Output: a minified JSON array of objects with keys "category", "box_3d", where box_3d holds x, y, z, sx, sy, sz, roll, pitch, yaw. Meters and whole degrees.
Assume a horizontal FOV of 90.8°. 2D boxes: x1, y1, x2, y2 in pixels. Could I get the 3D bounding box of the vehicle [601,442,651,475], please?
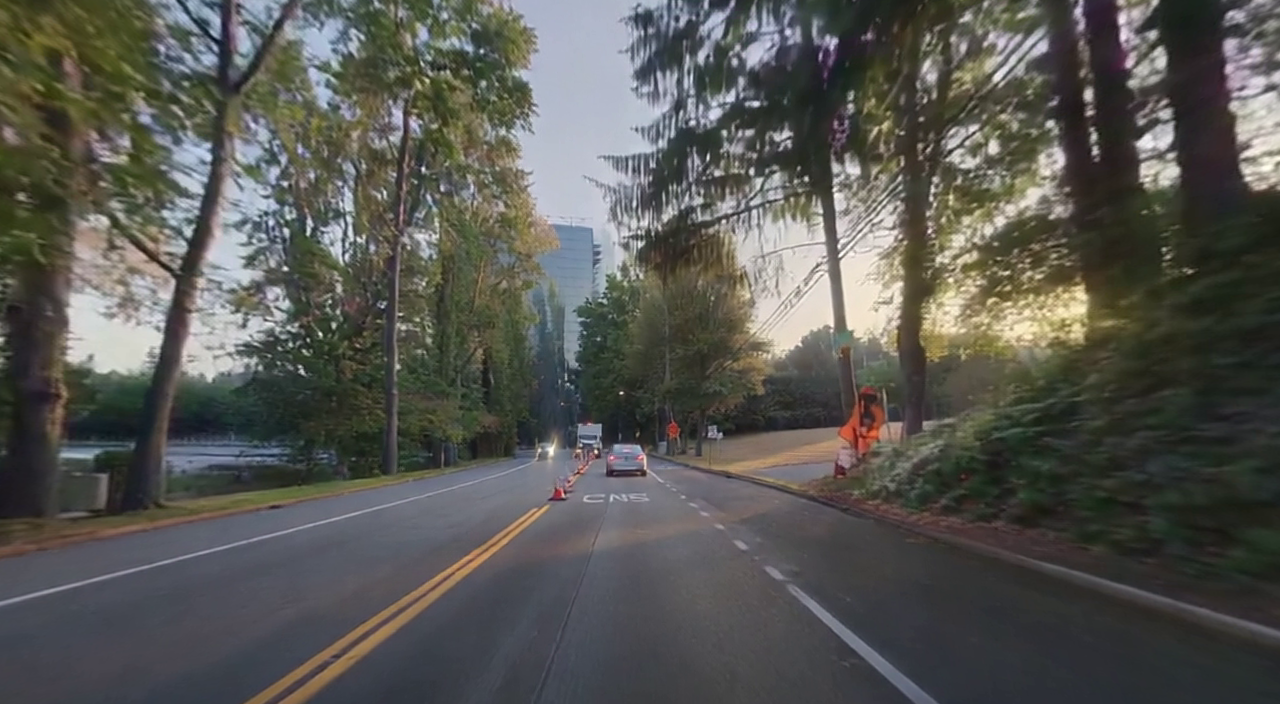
[{"category":"vehicle","box_3d":[-0.683,5.104,30.373,2.186,1.463,4.356,0,-9,-2]}]
